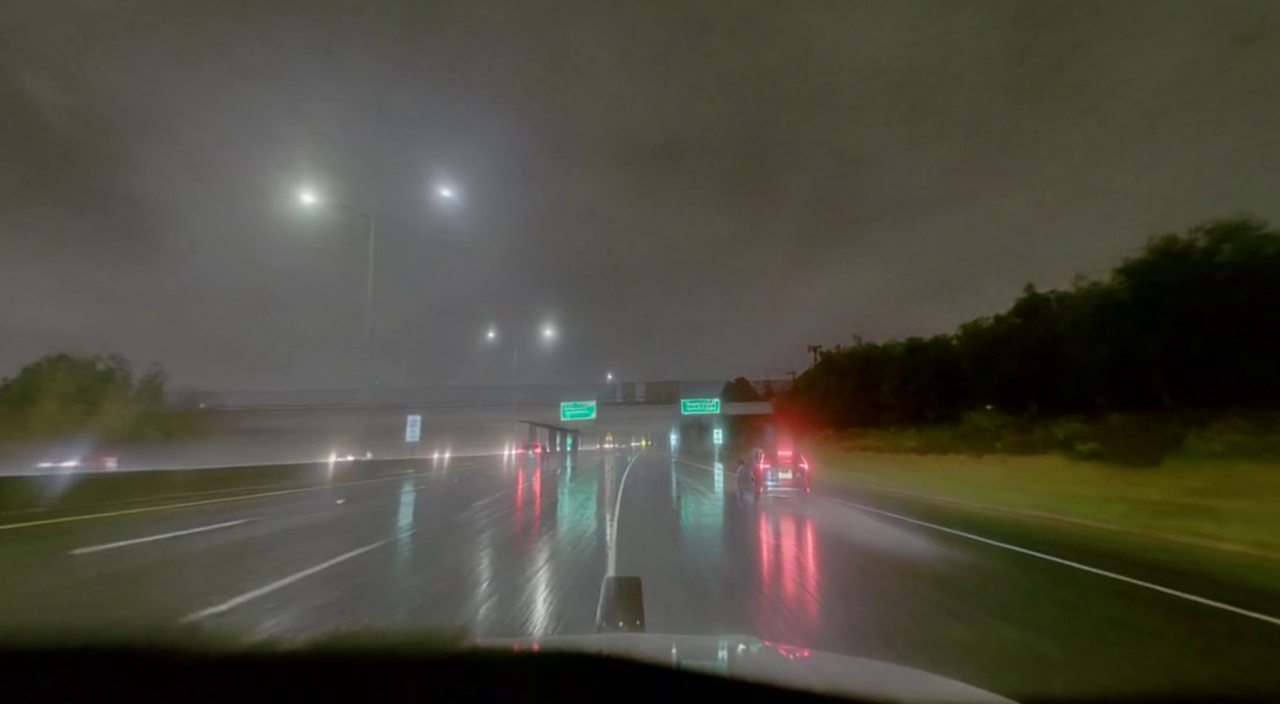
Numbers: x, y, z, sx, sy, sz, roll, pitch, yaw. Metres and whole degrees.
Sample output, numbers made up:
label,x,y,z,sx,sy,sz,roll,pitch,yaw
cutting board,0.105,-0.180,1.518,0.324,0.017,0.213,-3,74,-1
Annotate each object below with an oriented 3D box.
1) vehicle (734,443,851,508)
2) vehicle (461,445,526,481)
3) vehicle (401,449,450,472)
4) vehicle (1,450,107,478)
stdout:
label,x,y,z,sx,sy,sz,roll,pitch,yaw
vehicle,3.966,3.287,17.234,2.079,1.535,4.316,0,-9,-1
vehicle,-6.764,5.161,29.612,2.072,1.545,4.687,0,-9,-2
vehicle,-14.937,7.587,44.176,1.919,1.497,4.765,0,-9,-2
vehicle,-38.513,7.354,41.608,1.976,1.712,5.338,0,-9,-2
